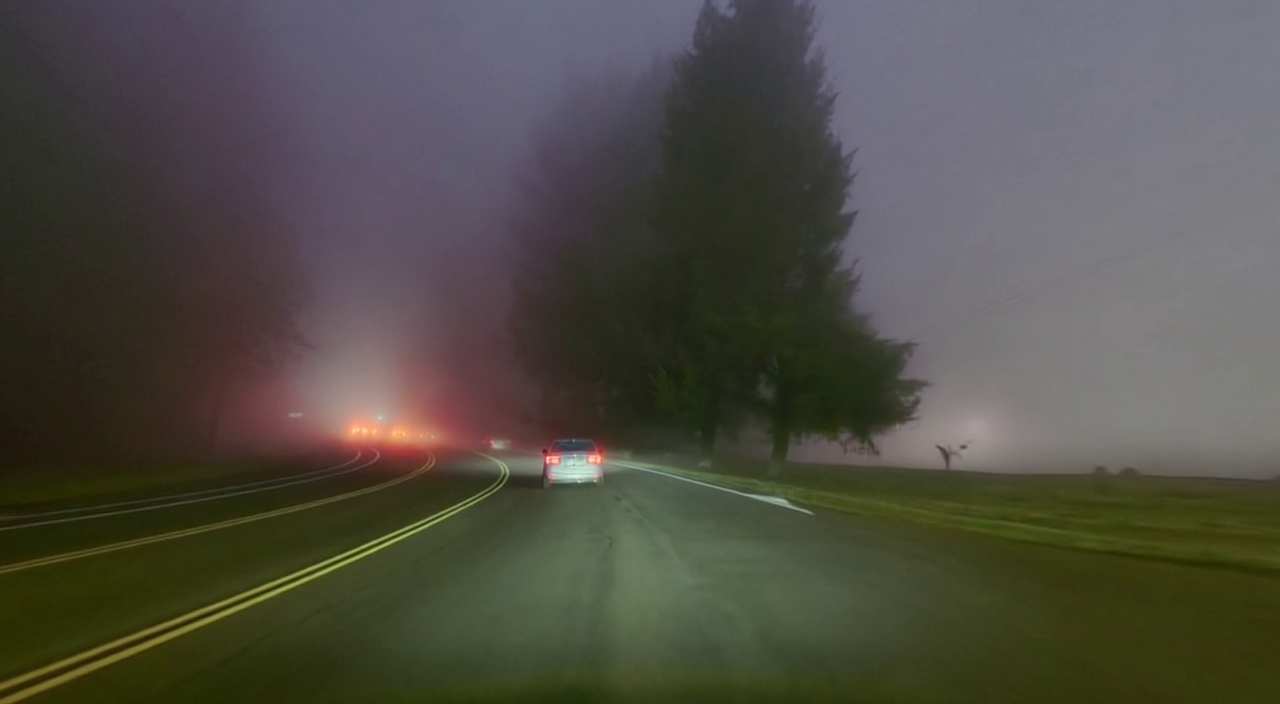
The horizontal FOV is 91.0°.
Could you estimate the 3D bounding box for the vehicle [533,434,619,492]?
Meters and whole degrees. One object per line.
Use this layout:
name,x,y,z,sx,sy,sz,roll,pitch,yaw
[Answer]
vehicle,-2.026,3.282,19.009,2.296,1.510,4.068,1,-8,-9

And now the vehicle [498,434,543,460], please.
vehicle,-7.388,5.825,38.684,2.080,1.530,3.719,3,-9,-20
